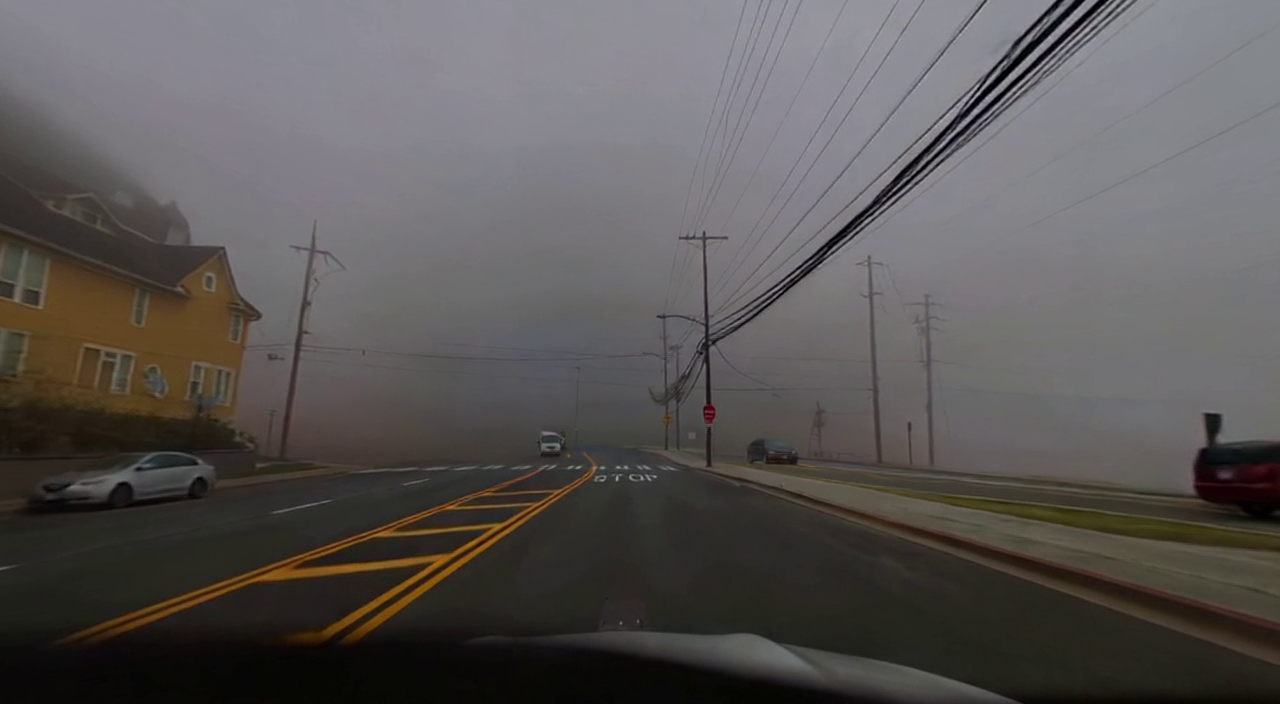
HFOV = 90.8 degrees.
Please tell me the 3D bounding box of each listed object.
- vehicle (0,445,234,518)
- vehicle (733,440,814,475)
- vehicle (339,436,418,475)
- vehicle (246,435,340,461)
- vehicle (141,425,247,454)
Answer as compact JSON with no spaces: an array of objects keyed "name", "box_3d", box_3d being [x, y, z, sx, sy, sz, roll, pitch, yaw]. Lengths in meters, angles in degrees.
[{"name":"vehicle","box_3d":[-12.316,3.022,15.438,1.957,1.459,4.913,1,-9,-6]},{"name":"vehicle","box_3d":[6.253,5.014,30.241,2.081,1.496,4.490,2,-9,-13]},{"name":"vehicle","box_3d":[-13.049,5.210,31.922,1.940,1.789,5.086,0,-8,-2]},{"name":"vehicle","box_3d":[-21.624,6.013,39.562,4.647,1.515,2.009,1,-9,-6]},{"name":"vehicle","box_3d":[-27.317,5.404,38.852,4.842,1.690,1.938,1,-9,-9]}]
